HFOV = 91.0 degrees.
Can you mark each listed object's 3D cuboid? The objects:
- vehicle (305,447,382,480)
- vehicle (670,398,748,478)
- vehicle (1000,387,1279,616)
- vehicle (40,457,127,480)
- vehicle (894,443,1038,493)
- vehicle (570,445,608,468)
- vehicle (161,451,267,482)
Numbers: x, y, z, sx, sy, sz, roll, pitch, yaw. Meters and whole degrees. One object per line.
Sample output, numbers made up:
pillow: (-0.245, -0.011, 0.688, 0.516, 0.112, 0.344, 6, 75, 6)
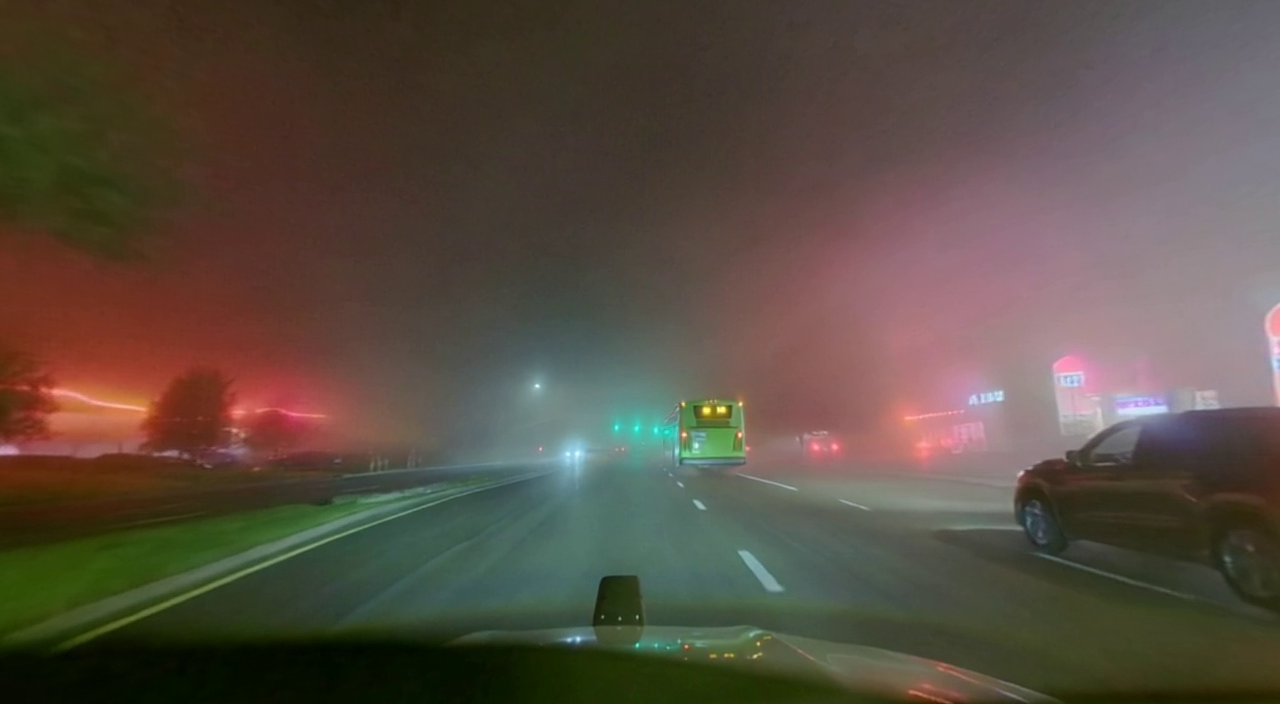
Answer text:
vehicle: (-19.190, 7.239, 41.153, 2.123, 1.905, 5.972, -2, -9, 1)
vehicle: (3.038, 4.226, 30.597, 2.766, 3.306, 9.281, 0, -9, 0)
vehicle: (6.020, 1.356, 6.186, 2.129, 1.754, 4.668, 0, -9, 0)
vehicle: (-38.625, 8.103, 43.714, 4.232, 1.507, 1.795, 0, -9, -2)
vehicle: (10.520, 3.751, 20.875, 2.073, 1.443, 4.860, 0, -9, -2)
vehicle: (-3.294, 6.851, 41.333, 2.211, 1.416, 4.179, 0, -9, -1)
vehicle: (-24.981, 6.722, 37.053, 4.724, 1.734, 2.076, 0, -9, 1)
